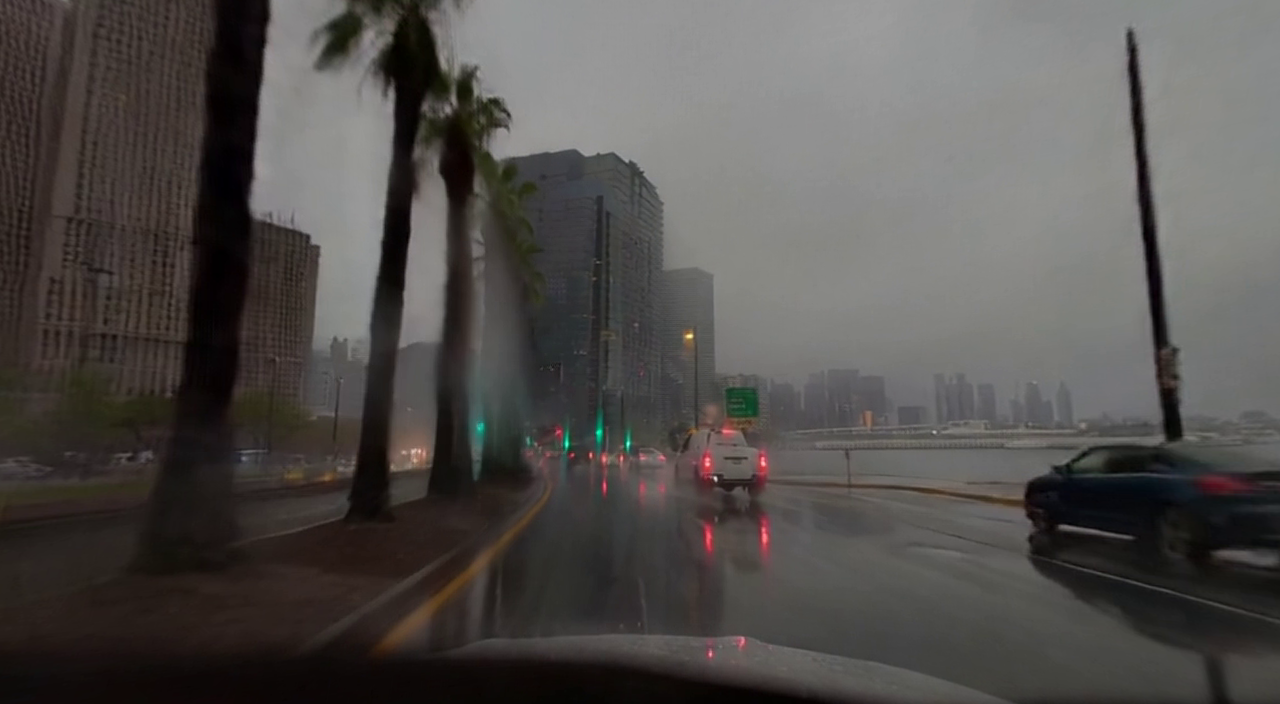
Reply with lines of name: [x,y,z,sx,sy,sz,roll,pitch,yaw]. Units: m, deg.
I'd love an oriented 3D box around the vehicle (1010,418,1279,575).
vehicle: [7.434,1.825,8.777,1.914,1.596,4.494,0,-9,1]

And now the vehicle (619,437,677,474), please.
vehicle: [0.308,5.317,32.656,2.214,1.711,4.474,1,-9,-9]

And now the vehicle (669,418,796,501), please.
vehicle: [2.364,2.984,17.876,2.407,1.991,5.130,0,-9,-5]

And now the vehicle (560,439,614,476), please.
vehicle: [-2.648,5.041,30.458,2.332,1.625,4.933,1,-9,-8]
